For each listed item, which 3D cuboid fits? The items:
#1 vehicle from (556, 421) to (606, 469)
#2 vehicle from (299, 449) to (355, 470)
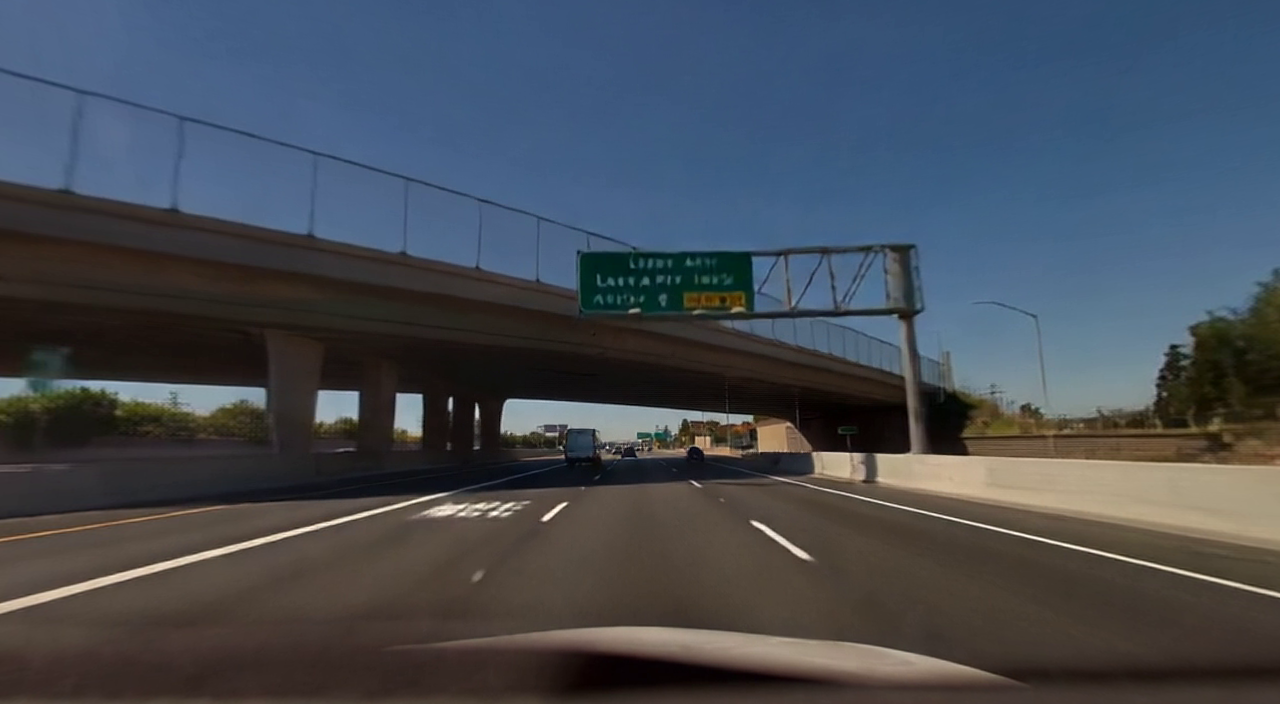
[{"bbox_3d":[-3.790,6.235,42.340,2.881,2.937,7.045,0,-9,-2],"label":"vehicle"},{"bbox_3d":[-22.182,7.620,44.962,1.856,1.422,4.312,0,-9,-1],"label":"vehicle"}]
